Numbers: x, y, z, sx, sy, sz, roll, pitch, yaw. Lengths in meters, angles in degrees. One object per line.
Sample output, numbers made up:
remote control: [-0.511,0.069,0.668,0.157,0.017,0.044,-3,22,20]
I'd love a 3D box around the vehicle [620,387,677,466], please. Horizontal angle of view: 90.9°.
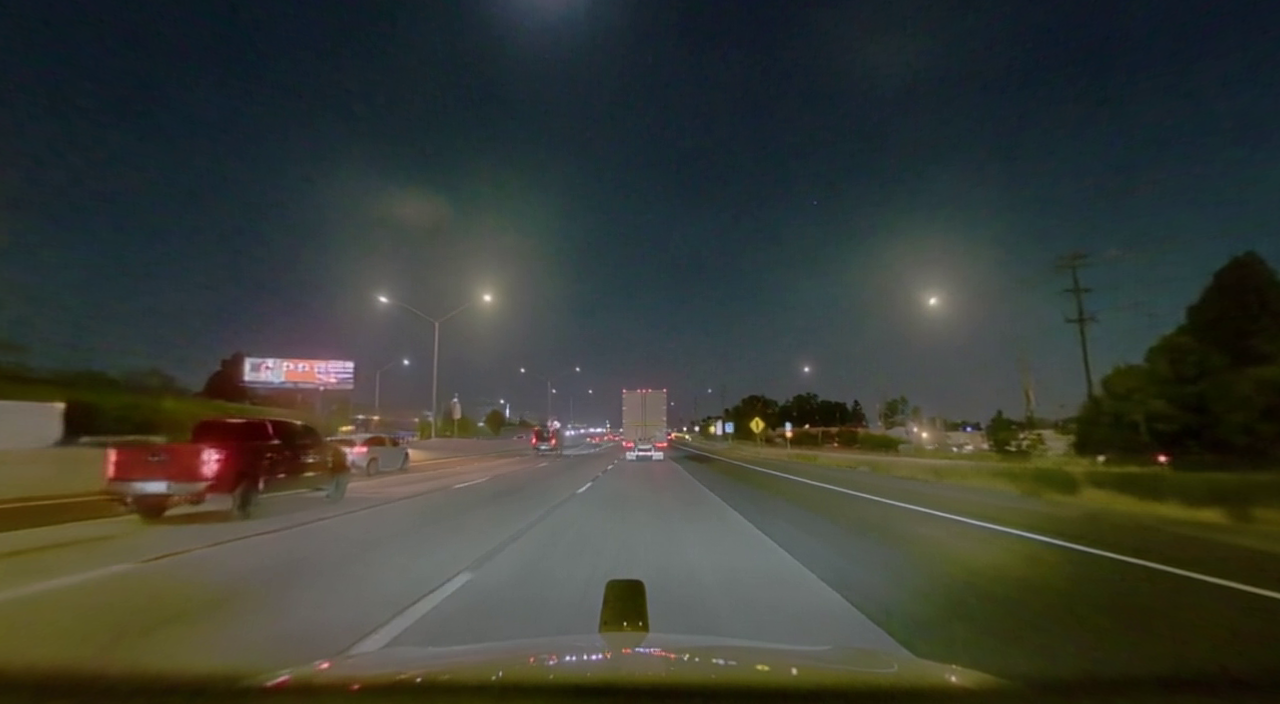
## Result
vehicle: [0.649,4.607,37.979,2.879,4.027,11.243,0,-8,2]

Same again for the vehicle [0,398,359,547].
vehicle: [-7.059,1.889,10.601,2.197,1.847,5.364,0,-8,0]

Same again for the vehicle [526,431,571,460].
vehicle: [-6.466,6.685,45.301,2.263,1.936,5.802,0,-8,1]

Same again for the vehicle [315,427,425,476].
vehicle: [-10.776,4.025,25.719,2.010,1.766,5.365,0,-8,1]
